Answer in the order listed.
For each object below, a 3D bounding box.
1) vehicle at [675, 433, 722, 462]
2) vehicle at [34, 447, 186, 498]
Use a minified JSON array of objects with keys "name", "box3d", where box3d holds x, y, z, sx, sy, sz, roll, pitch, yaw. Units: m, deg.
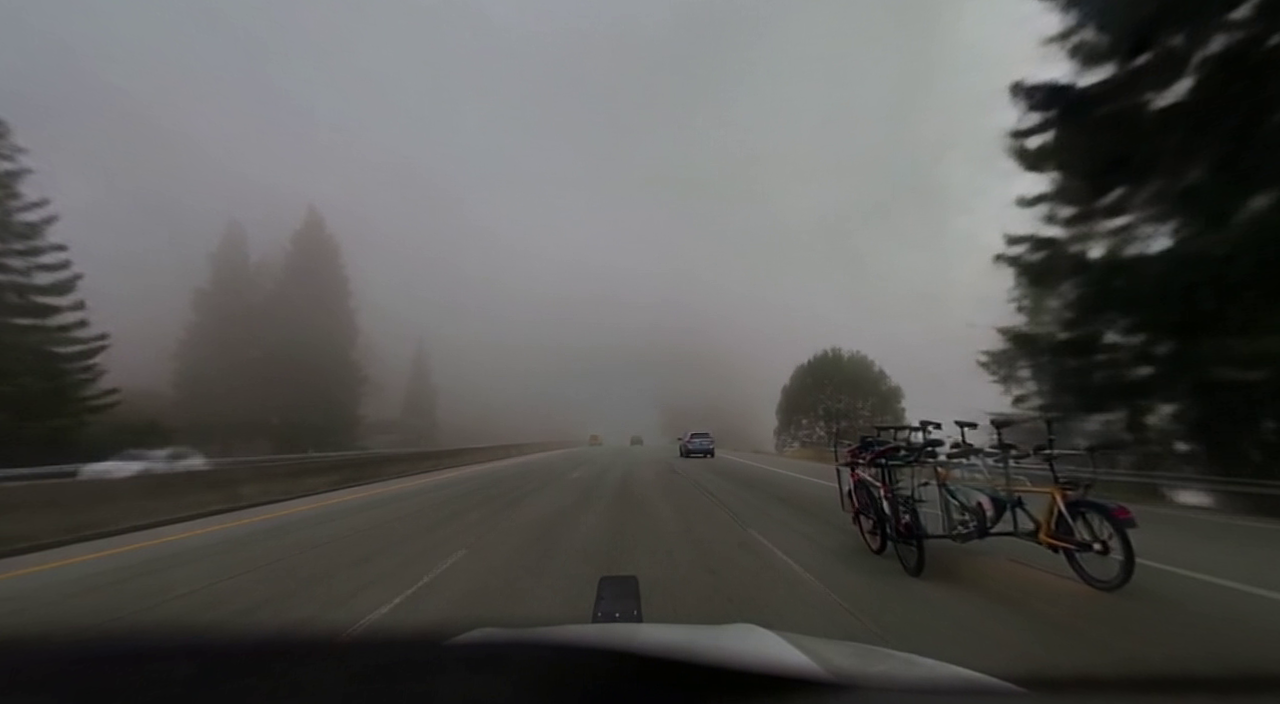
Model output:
[{"name":"vehicle","box3d":[3.011,4.976,33.069,1.911,1.449,3.776,0,-8,-3]},{"name":"vehicle","box3d":[-17.420,3.936,20.976,1.745,1.427,3.798,0,-8,0]}]
